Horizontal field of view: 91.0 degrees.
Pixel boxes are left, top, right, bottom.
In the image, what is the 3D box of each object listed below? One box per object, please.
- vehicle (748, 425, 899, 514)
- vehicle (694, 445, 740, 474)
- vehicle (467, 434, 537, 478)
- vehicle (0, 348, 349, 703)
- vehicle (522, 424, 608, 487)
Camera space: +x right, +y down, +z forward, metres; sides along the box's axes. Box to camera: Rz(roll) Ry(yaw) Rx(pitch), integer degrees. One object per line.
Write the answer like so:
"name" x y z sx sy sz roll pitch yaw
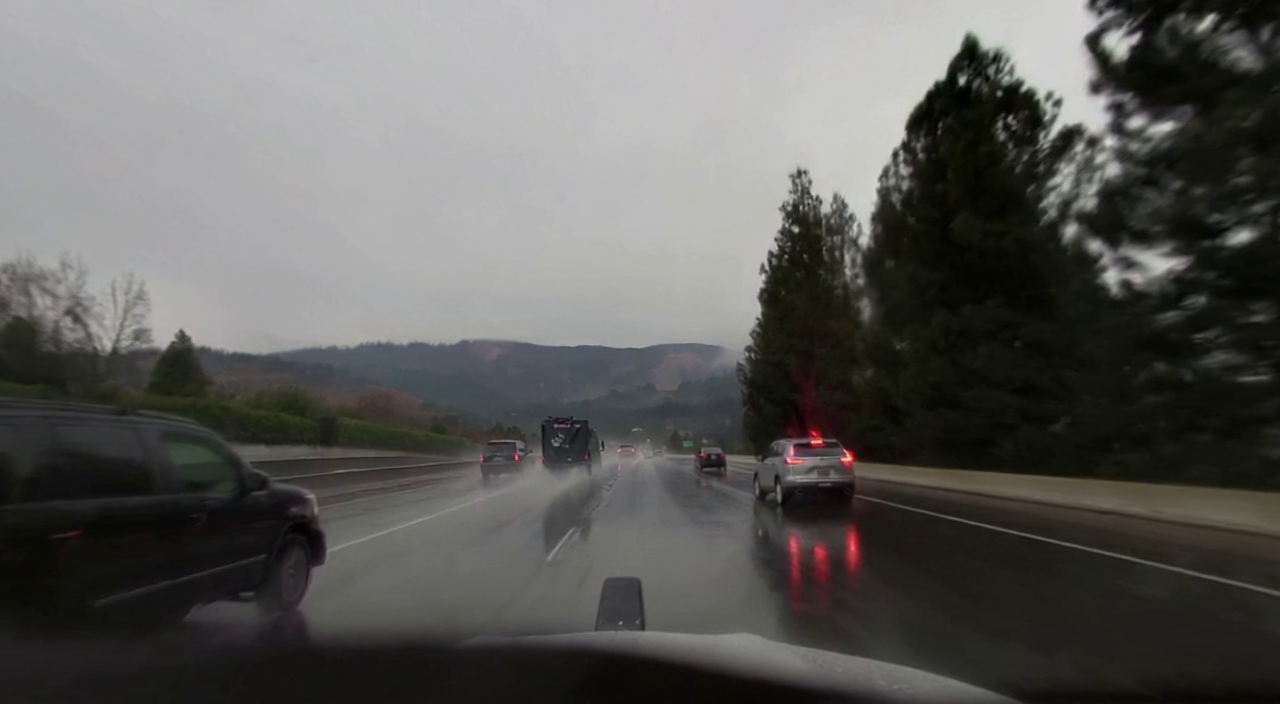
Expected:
"vehicle" 3.918 2.614 14.439 2.066 1.696 4.604 0 -9 0
"vehicle" 4.494 6.321 37.220 2.071 1.570 4.637 0 -9 -1
"vehicle" -6.520 4.973 30.323 2.149 1.922 4.976 0 -9 1
"vehicle" -3.728 0.986 3.537 2.080 1.716 4.207 0 -9 1
"vehicle" -2.684 3.932 24.134 2.494 2.136 5.539 0 -9 1
